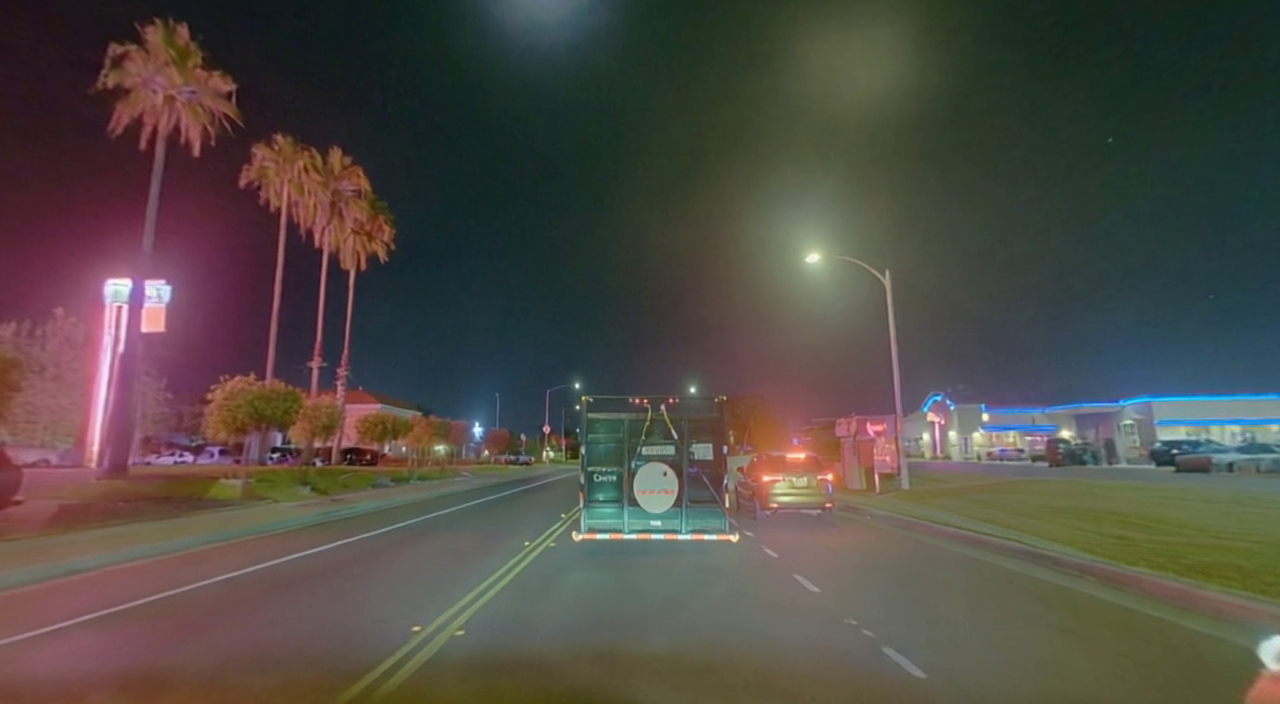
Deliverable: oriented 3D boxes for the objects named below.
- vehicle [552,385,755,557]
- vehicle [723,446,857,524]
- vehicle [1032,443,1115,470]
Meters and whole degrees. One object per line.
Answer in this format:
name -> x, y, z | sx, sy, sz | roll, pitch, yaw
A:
vehicle -> 0.187, 2.093, 11.800 | 2.728, 2.305, 6.506 | 0, -9, 0
vehicle -> 3.198, 2.908, 14.330 | 2.010, 1.499, 4.107 | 0, -9, 0
vehicle -> 28.529, 6.864, 41.500 | 4.193, 1.633, 1.928 | -4, -9, 26
